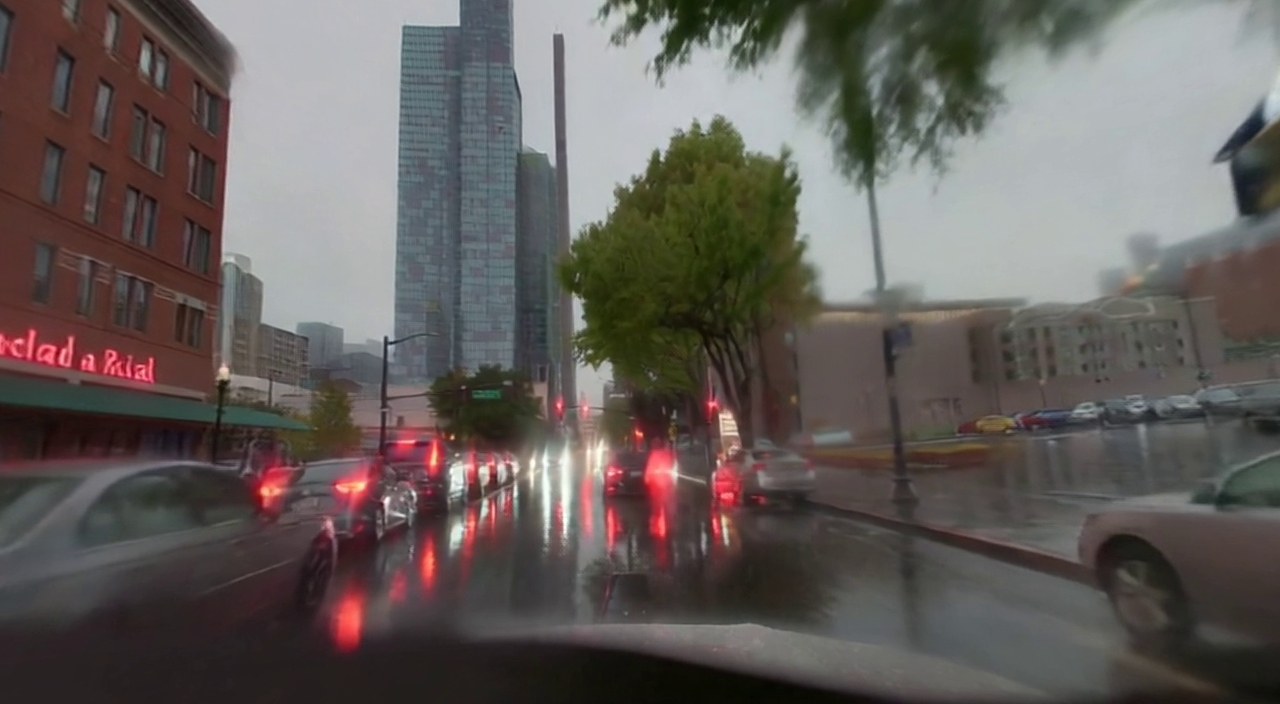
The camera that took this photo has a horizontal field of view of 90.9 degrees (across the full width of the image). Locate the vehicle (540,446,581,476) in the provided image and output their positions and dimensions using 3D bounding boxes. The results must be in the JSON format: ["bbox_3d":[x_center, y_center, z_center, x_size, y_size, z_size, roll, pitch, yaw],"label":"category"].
[{"bbox_3d":[-4.434,6.097,35.525,2.102,1.521,4.078,1,-8,-6],"label":"vehicle"}]

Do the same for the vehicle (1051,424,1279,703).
[{"bbox_3d":[4.331,1.112,2.973,1.986,1.555,3.879,0,-8,-3],"label":"vehicle"}]

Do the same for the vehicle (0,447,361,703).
[{"bbox_3d":[-3.169,1.225,3.258,2.169,1.427,4.531,1,-9,-11],"label":"vehicle"}]

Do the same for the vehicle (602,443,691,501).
[{"bbox_3d":[0.038,3.463,18.708,2.150,1.464,4.467,1,-8,-5],"label":"vehicle"}]

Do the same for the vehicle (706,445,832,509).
[{"bbox_3d":[3.236,3.223,16.875,1.956,1.446,4.537,1,-8,-7],"label":"vehicle"}]
